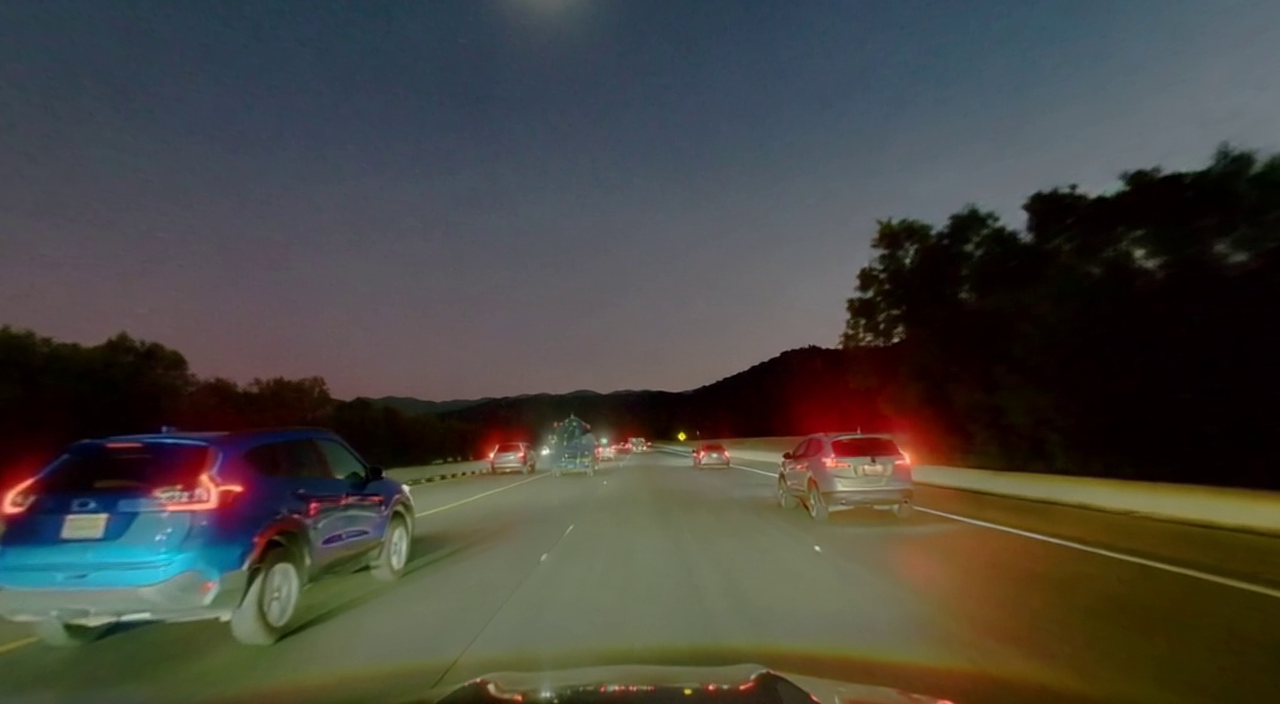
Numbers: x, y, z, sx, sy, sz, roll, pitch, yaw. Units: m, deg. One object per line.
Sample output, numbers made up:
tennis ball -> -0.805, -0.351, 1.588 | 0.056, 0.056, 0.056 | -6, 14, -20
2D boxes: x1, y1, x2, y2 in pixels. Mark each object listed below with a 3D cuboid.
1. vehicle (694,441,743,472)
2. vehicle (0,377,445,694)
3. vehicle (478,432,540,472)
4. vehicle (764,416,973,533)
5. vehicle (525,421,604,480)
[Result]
vehicle -> 4.251, 5.729, 34.889 | 2.071, 1.570, 4.637 | 0, -8, -1
vehicle -> -3.487, 1.303, 5.607 | 2.080, 1.716, 4.207 | 0, -8, 1
vehicle -> -6.789, 5.258, 33.196 | 2.149, 1.922, 4.976 | 0, -8, 0
vehicle -> 3.796, 2.134, 11.573 | 2.066, 1.696, 4.604 | 0, -8, -1
vehicle -> -2.915, 4.025, 25.928 | 2.494, 2.136, 5.539 | 0, -8, 1
